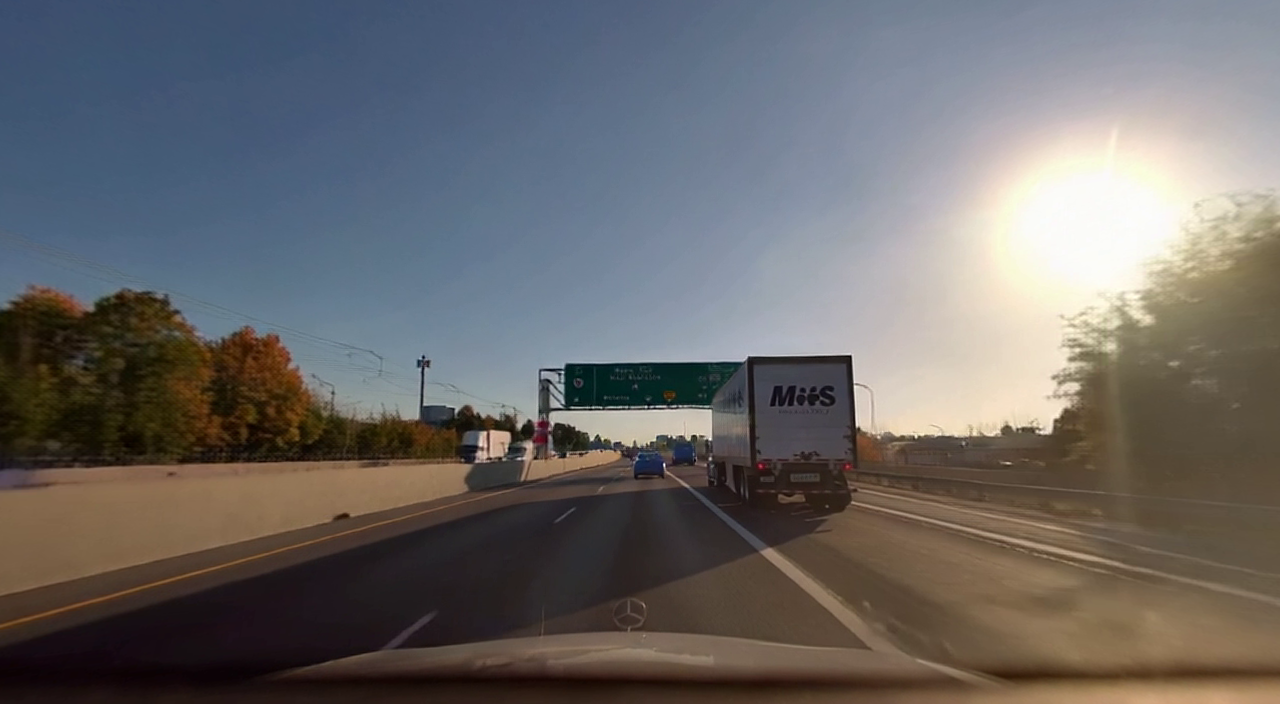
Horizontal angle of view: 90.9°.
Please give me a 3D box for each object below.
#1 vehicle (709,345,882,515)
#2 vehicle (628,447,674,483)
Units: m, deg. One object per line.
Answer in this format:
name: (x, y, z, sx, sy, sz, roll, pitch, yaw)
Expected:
vehicle: (4.533, 2.925, 22.434, 3.002, 4.104, 14.174, 0, -9, 2)
vehicle: (0.533, 5.490, 30.939, 2.121, 1.642, 3.828, 0, -9, 1)
